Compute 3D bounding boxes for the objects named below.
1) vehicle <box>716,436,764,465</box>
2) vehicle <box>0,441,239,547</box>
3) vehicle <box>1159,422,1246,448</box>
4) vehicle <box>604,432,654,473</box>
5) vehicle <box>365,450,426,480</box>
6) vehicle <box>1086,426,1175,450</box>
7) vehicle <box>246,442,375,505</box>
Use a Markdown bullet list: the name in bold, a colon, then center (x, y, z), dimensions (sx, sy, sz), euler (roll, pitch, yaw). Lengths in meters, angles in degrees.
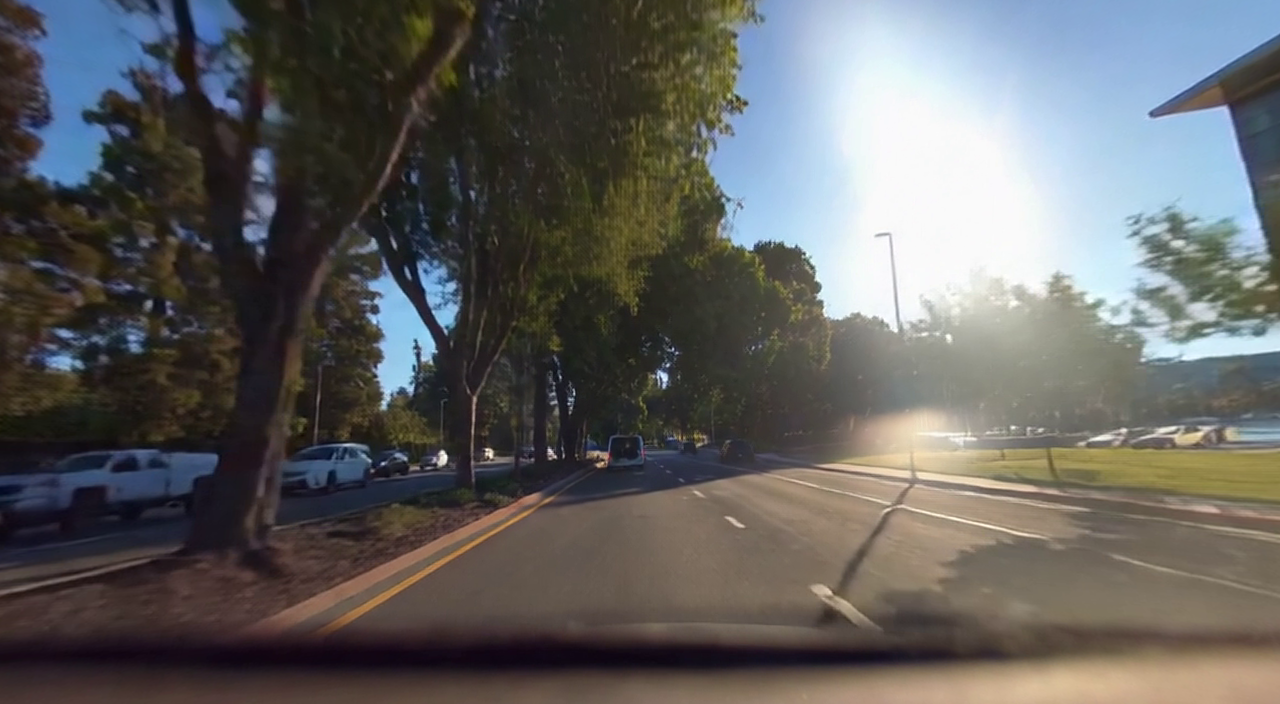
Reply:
- **vehicle**: center (6.745, 6.705, 43.141), dimensions (2.364, 1.781, 4.854), euler (0, -8, -2)
- **vehicle**: center (-11.290, 2.877, 13.645), dimensions (2.042, 1.822, 4.913), euler (-1, -8, -1)
- **vehicle**: center (36.517, 5.418, 41.137), dimensions (1.807, 1.582, 3.811), euler (1, -9, -8)
- **vehicle**: center (-0.540, 5.196, 32.877), dimensions (2.411, 1.937, 5.186), euler (-1, -8, 0)
- **vehicle**: center (-14.757, 6.805, 38.415), dimensions (1.950, 1.655, 4.395), euler (-1, -8, 0)
- **vehicle**: center (31.583, 5.579, 40.867), dimensions (1.743, 1.445, 4.495), euler (1, -8, -9)
- **vehicle**: center (-11.529, 4.216, 22.574), dimensions (2.082, 1.824, 4.840), euler (-3, -7, -1)
